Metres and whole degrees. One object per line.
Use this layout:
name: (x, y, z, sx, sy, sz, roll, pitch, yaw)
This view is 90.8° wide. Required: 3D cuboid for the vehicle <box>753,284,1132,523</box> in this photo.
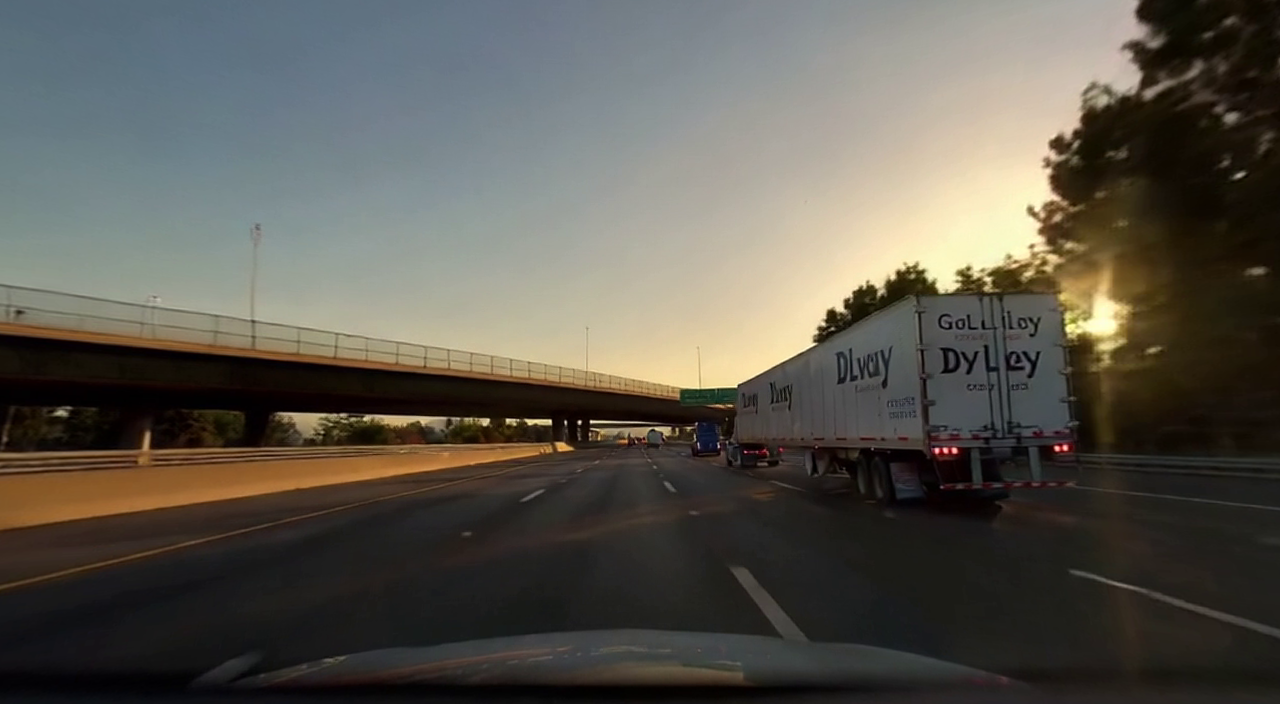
vehicle: (6.359, 1.954, 18.473, 2.962, 3.947, 16.241, 0, -8, -1)
